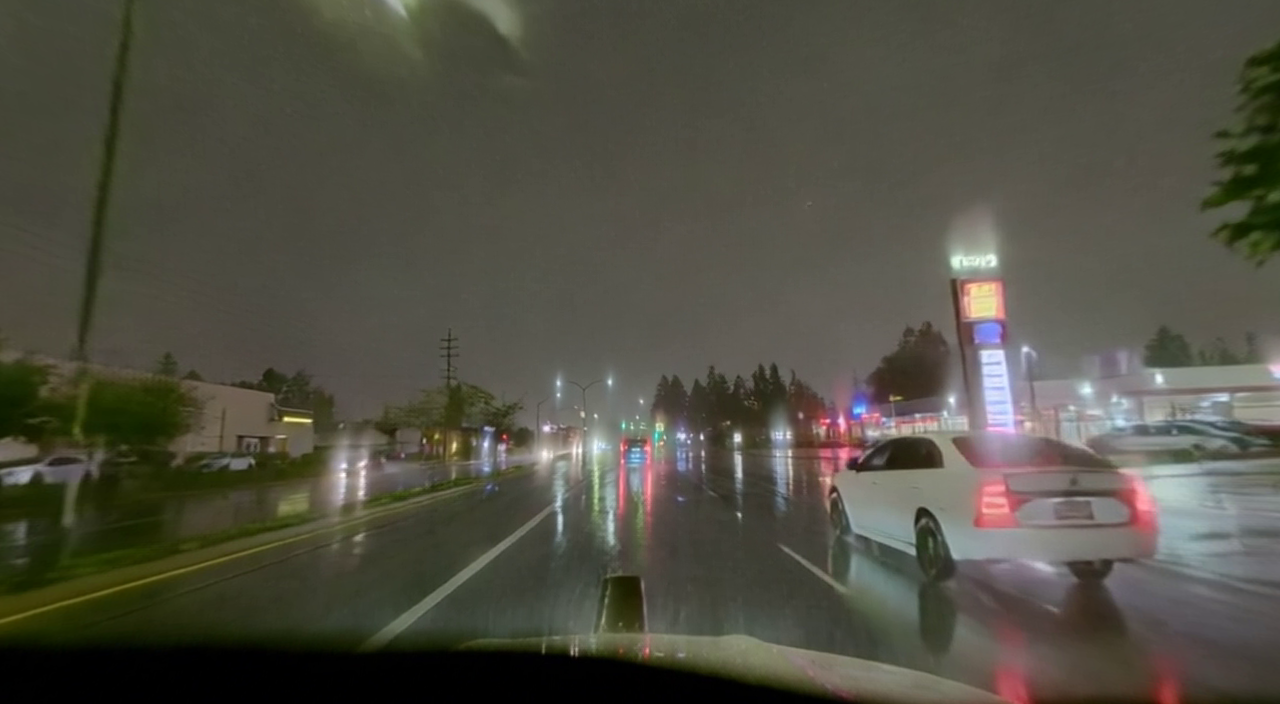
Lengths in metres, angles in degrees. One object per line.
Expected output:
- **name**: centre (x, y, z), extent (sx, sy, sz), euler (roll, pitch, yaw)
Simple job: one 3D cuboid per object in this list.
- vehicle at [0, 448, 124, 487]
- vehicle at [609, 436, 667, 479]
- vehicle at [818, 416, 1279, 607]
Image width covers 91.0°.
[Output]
- **vehicle**: centre (-27.175, 5.333, 29.292), extent (4.519, 1.712, 1.932), euler (0, -8, -2)
- **vehicle**: centre (-0.102, 3.939, 23.704), extent (1.998, 1.452, 3.773), euler (0, -8, -1)
- **vehicle**: centre (3.873, 1.587, 7.282), extent (2.153, 1.456, 4.705), euler (0, -9, -1)
